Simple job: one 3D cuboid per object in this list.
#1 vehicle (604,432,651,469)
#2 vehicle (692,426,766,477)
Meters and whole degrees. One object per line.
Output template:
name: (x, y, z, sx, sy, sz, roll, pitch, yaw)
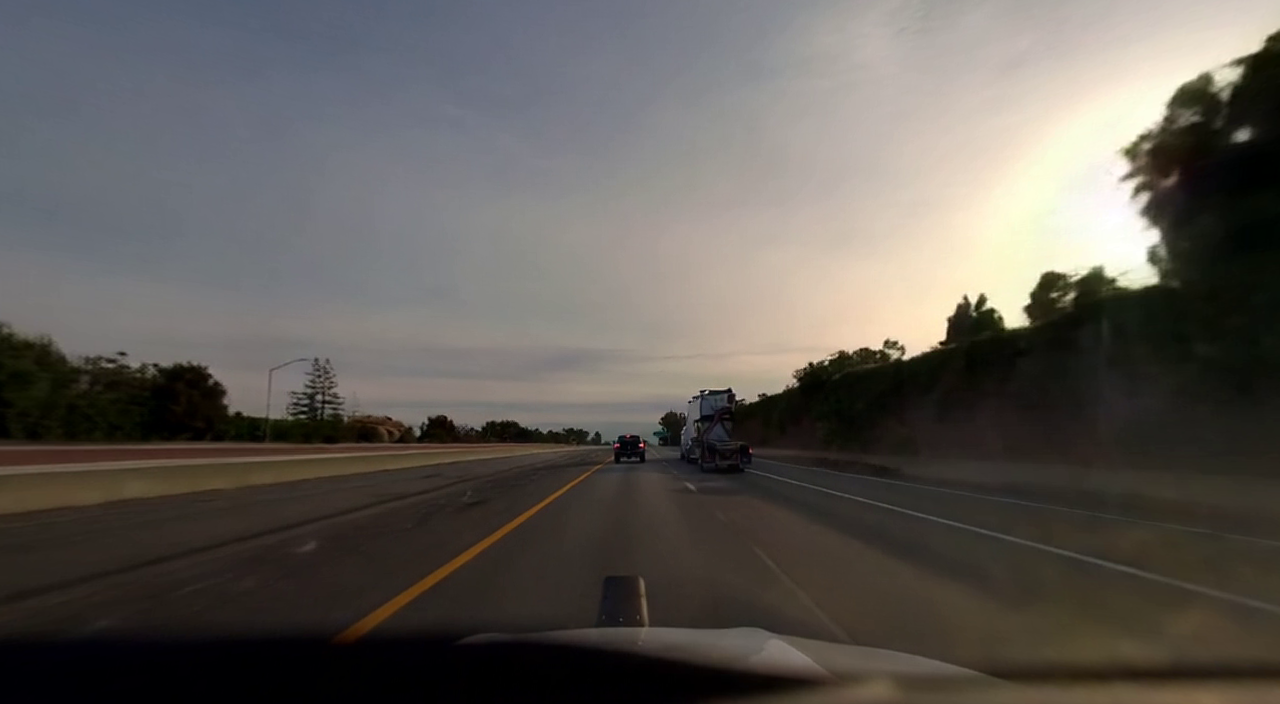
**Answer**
vehicle: (-0.528, 4.858, 31.043, 2.142, 1.664, 4.076, 0, -9, 1)
vehicle: (3.475, 4.042, 25.597, 2.269, 1.839, 4.554, 1, -9, -1)
